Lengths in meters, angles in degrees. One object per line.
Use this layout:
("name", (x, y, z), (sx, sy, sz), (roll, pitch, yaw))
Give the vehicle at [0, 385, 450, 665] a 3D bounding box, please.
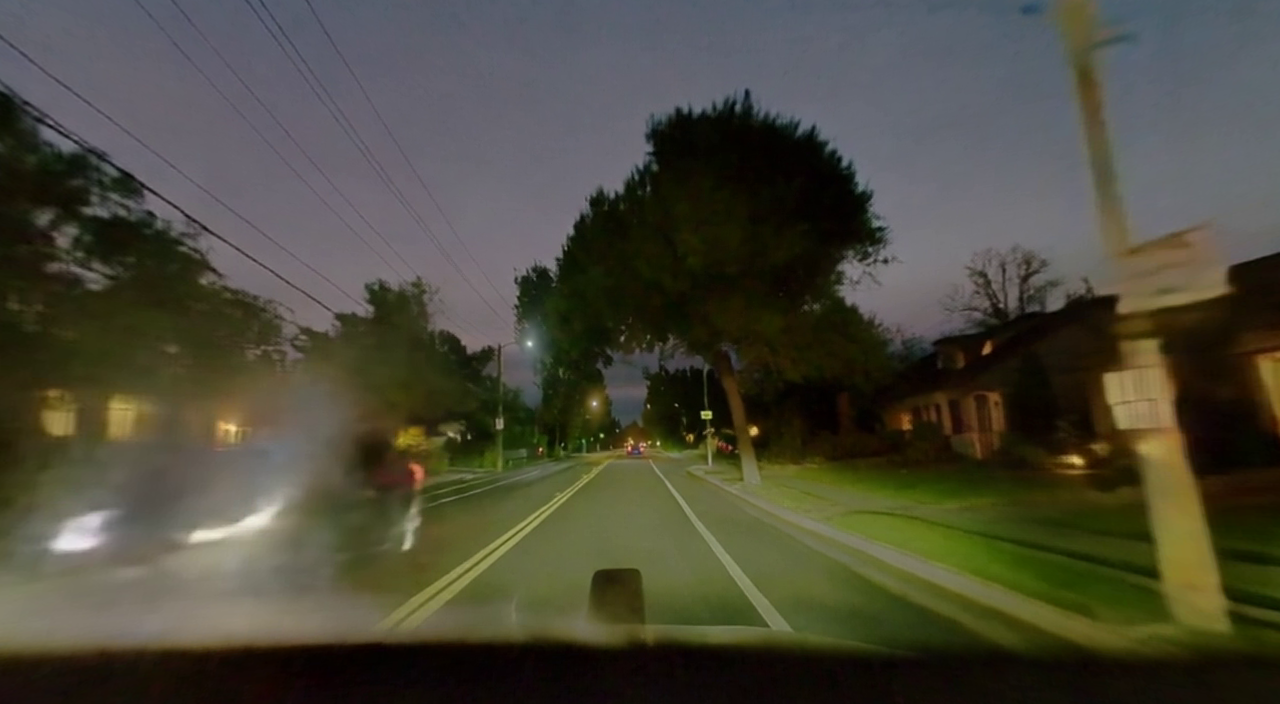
("vehicle", (-3.803, 1.484, 6.558), (2.145, 1.762, 4.960), (0, -9, -1))
